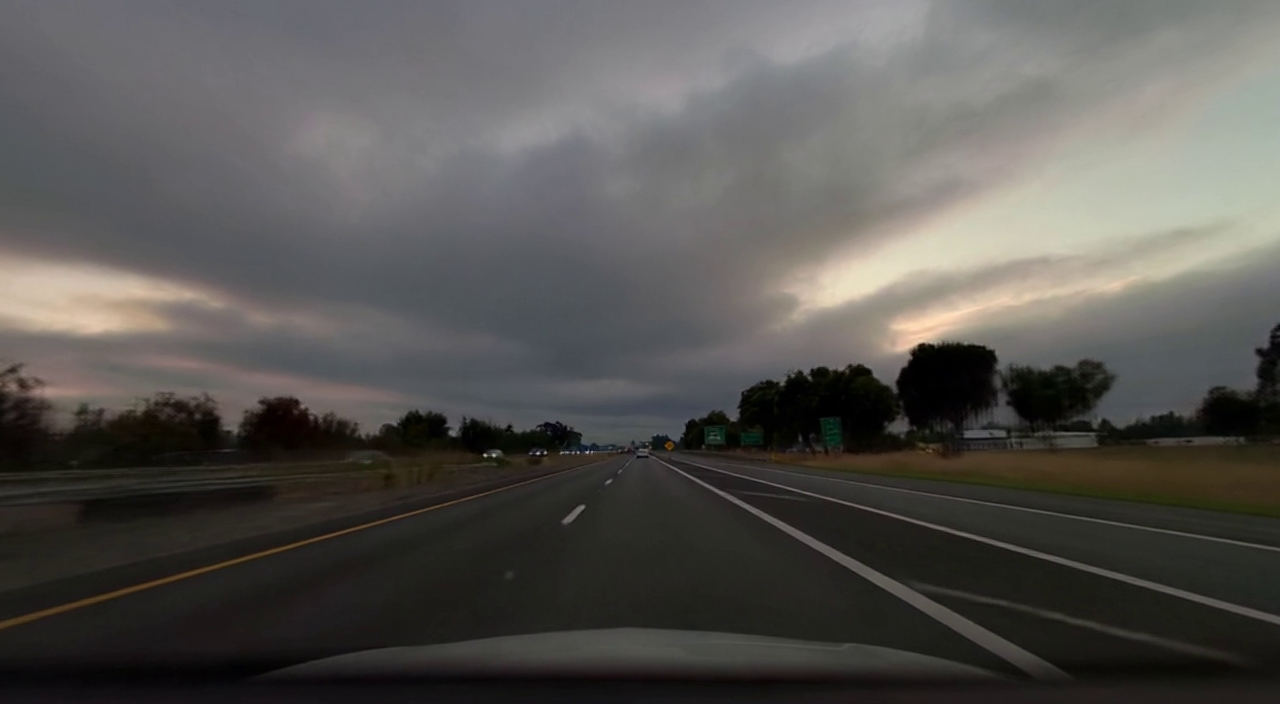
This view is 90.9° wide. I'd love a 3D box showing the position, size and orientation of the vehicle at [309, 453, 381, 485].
[{"bbox_3d":[-15.705,6.244,33.813,1.819,1.560,4.040,0,-9,1],"label":"vehicle"}]
